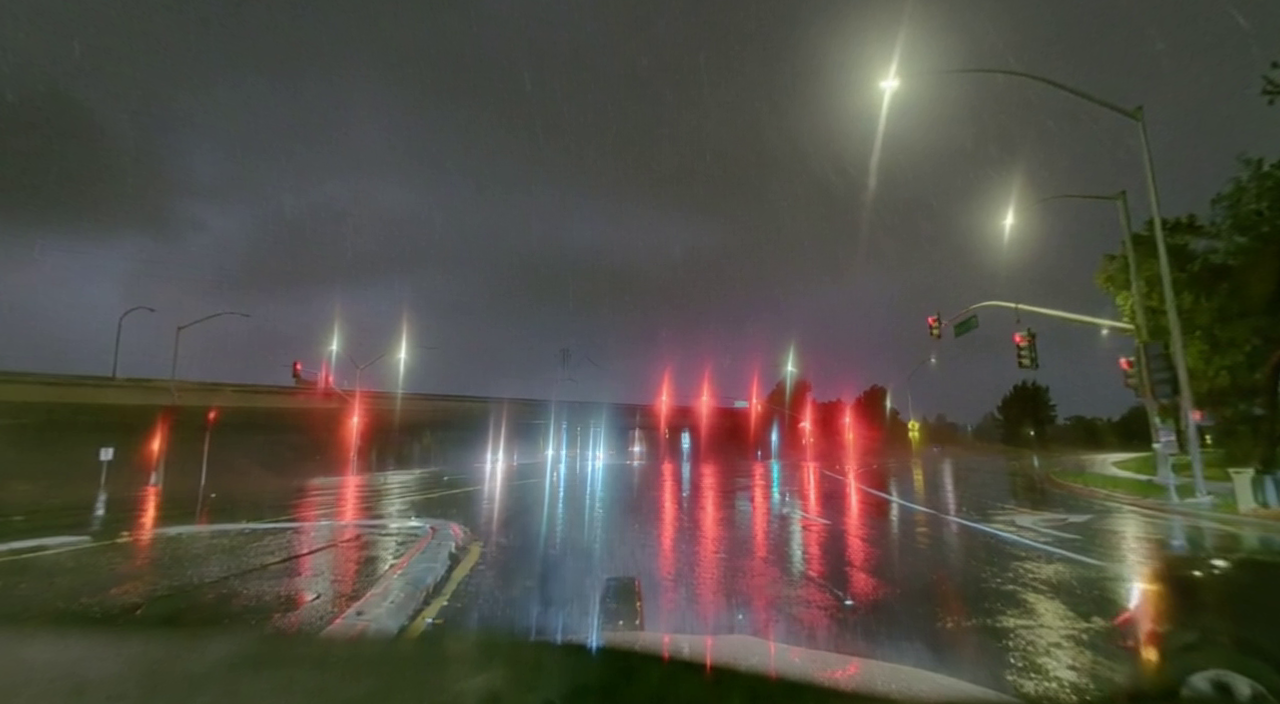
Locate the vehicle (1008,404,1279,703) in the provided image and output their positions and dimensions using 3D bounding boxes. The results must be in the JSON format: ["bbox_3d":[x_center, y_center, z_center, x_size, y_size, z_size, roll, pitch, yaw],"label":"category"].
[{"bbox_3d":[2.802,0.715,0.804,1.909,1.425,4.521,0,-9,0],"label":"vehicle"}]
